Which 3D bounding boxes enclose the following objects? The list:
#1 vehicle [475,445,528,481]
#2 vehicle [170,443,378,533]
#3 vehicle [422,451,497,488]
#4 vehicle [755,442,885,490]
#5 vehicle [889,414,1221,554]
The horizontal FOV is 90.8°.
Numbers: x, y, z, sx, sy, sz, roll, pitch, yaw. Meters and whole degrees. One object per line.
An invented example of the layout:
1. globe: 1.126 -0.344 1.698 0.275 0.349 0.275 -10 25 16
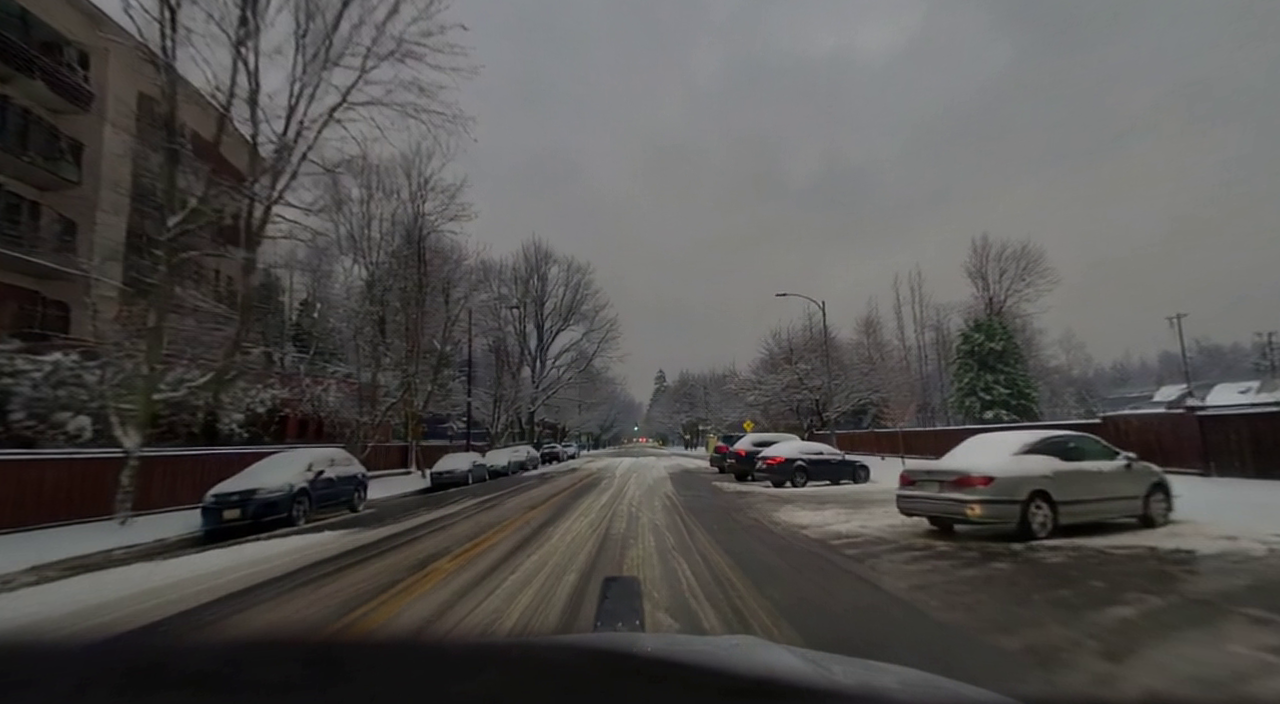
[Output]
1. vehicle: -7.787 6.248 35.931 1.957 1.693 4.588 -2 -6 1
2. vehicle: -8.022 2.971 14.466 2.172 1.707 4.273 0 -9 0
3. vehicle: -8.149 5.314 28.996 1.911 1.497 4.738 0 -9 2
4. vehicle: 6.384 3.973 22.313 4.265 1.510 1.915 5 -10 -29
5. vehicle: 6.595 1.977 10.038 4.858 1.758 2.021 4 -10 -25
